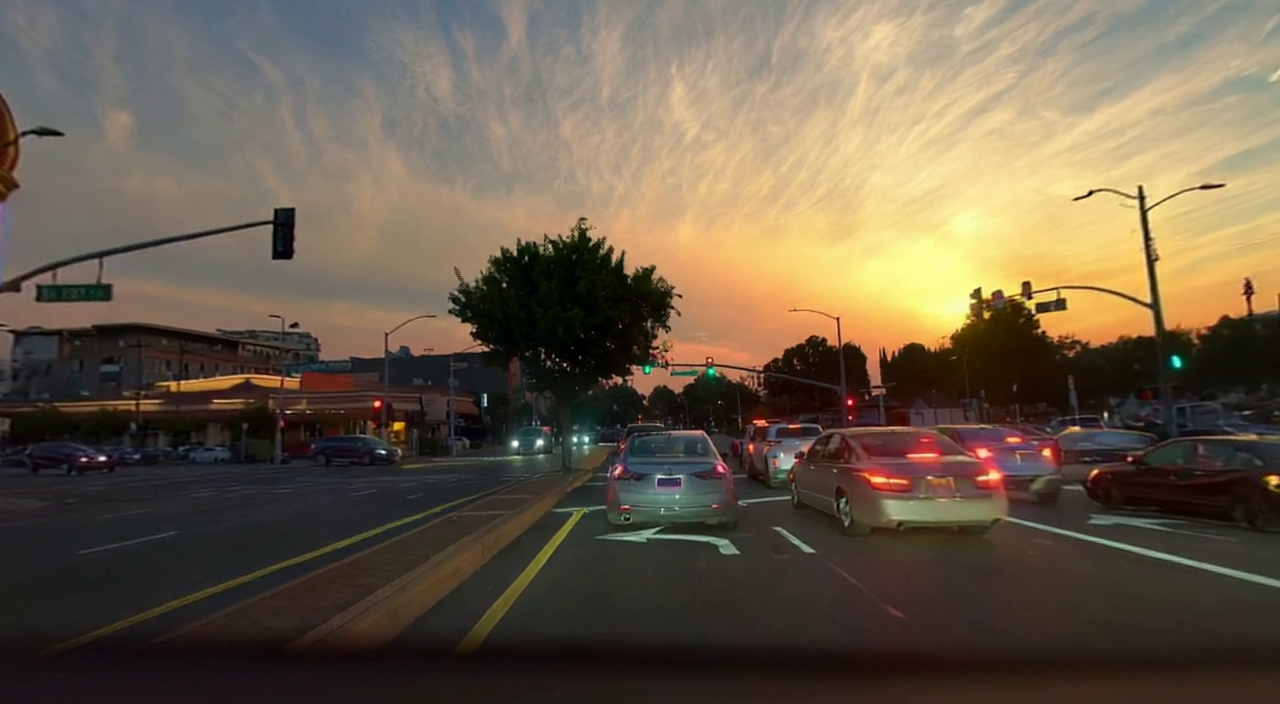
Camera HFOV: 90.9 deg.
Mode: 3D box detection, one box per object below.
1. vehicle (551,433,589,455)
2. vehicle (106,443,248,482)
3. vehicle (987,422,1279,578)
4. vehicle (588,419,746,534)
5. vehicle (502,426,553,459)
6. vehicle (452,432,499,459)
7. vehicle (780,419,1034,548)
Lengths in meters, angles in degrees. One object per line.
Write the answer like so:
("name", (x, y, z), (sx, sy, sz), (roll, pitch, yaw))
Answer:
("vehicle", (-5.076, 6.795, 46.542), (2.200, 1.480, 4.292), (0, -8, 2))
("vehicle", (-21.670, 5.155, 29.735), (4.833, 1.701, 2.077), (2, -8, -12))
("vehicle", (6.813, 1.717, 8.204), (2.059, 1.458, 4.395), (0, -8, 0))
("vehicle", (0.316, 1.924, 10.288), (2.073, 1.496, 3.892), (0, -8, -1))
("vehicle", (-8.493, 6.836, 48.205), (2.710, 2.022, 5.889), (-3, -5, 0))
("vehicle", (-11.807, 6.719, 45.502), (2.122, 1.829, 4.559), (0, -8, 0))
("vehicle", (3.605, 1.857, 9.606), (1.883, 1.480, 4.489), (0, -8, 0))
